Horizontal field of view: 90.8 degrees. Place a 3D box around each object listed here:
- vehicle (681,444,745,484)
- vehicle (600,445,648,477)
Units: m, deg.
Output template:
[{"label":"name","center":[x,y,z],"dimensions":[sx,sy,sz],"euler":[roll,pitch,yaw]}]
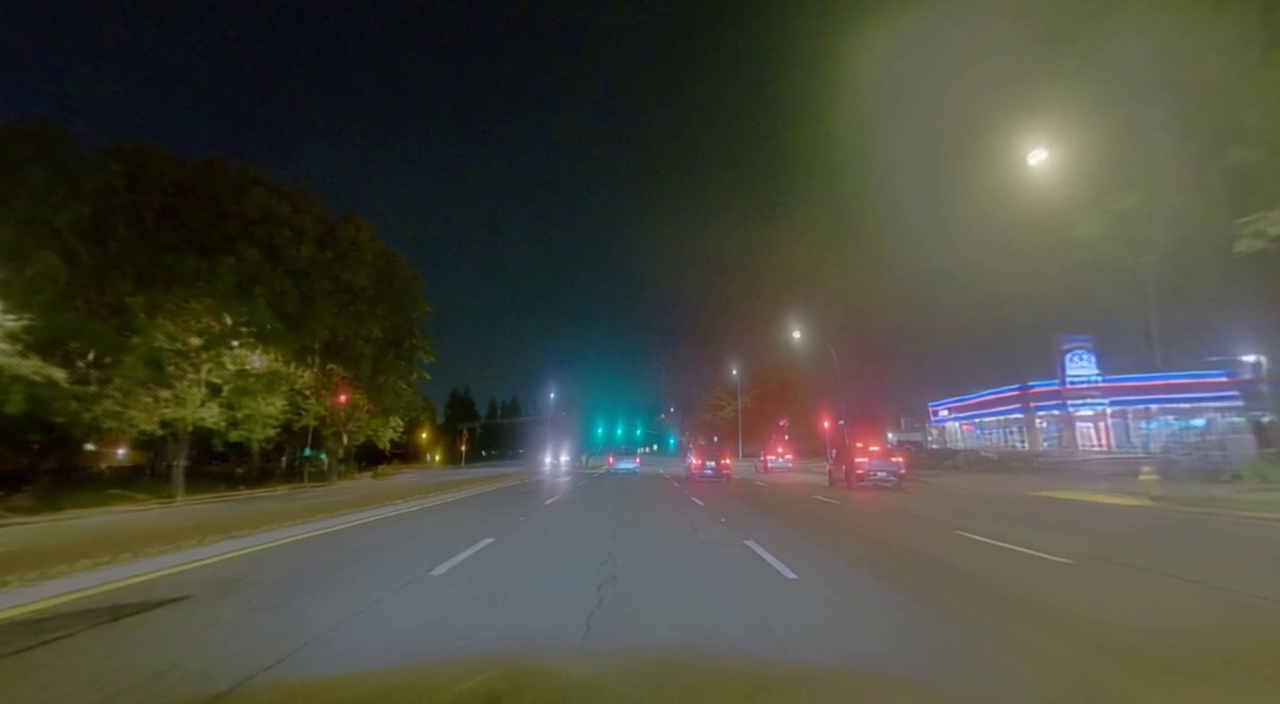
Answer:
[{"label":"vehicle","center":[2.952,4.620,26.473],"dimensions":[2.057,1.491,4.675],"euler":[0,-8,-1]},{"label":"vehicle","center":[-0.726,5.415,31.552],"dimensions":[2.242,1.474,4.127],"euler":[0,-8,0]}]
